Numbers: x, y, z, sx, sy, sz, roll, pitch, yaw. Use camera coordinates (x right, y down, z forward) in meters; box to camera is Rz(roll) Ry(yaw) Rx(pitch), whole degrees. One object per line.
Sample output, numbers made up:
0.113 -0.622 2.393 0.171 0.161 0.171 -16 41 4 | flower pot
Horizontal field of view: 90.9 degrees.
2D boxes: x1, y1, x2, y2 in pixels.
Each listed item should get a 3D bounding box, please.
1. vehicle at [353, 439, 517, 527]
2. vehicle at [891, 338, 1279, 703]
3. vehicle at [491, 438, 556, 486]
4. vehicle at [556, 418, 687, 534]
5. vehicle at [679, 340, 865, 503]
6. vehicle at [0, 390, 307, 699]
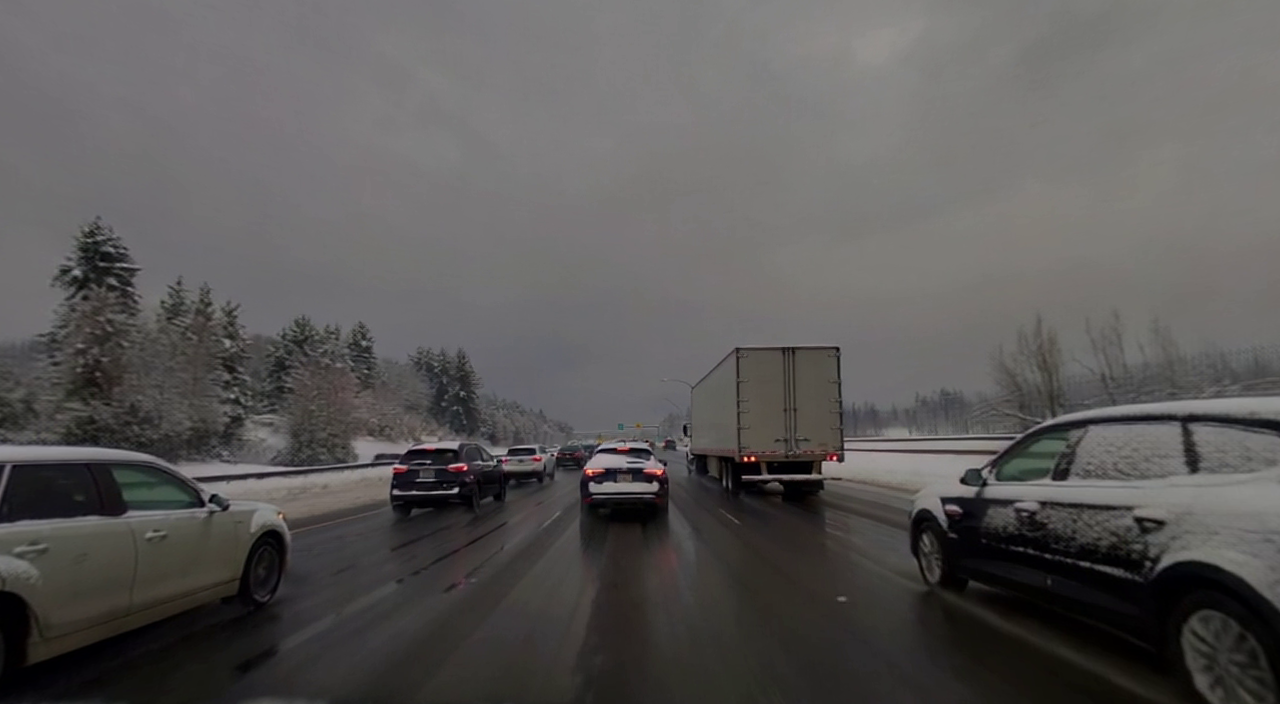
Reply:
-3.984 2.612 13.131 1.923 1.503 4.293 0 -9 1 | vehicle
3.638 1.062 4.065 2.076 1.751 4.666 0 -9 0 | vehicle
-4.729 4.513 26.114 1.959 1.808 3.790 0 -9 0 | vehicle
-0.303 2.272 12.026 2.037 1.792 4.194 0 -9 0 | vehicle
3.807 2.931 23.718 3.186 4.111 15.553 0 -9 -2 | vehicle
-4.288 1.184 4.369 1.789 1.620 3.841 0 -9 1 | vehicle
